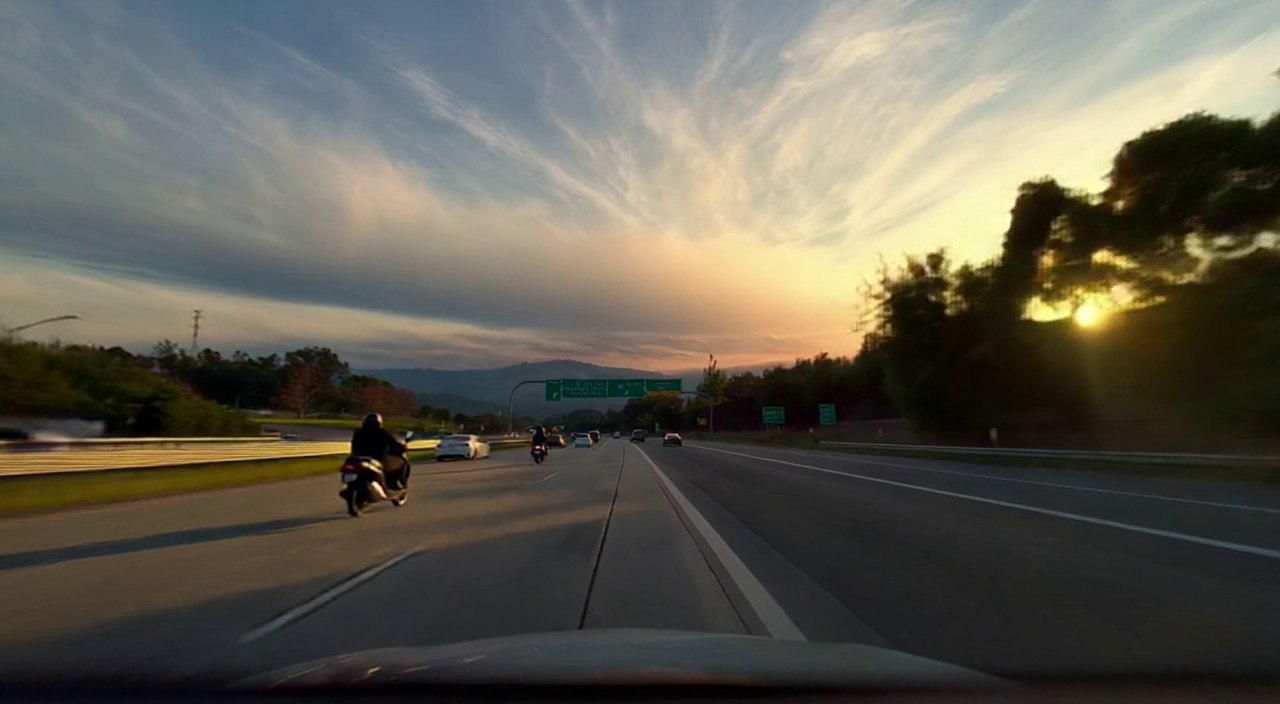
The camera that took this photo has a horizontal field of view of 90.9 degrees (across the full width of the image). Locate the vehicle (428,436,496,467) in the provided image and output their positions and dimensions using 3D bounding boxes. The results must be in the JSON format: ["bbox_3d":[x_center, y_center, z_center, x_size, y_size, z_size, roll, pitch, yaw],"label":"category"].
[{"bbox_3d":[-8.698,4.860,31.220,2.053,1.409,4.704,0,-8,-1],"label":"vehicle"}]

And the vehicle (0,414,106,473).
[{"bbox_3d":[-16.853,2.399,16.593,1.838,1.466,4.221,0,-8,0],"label":"vehicle"}]
